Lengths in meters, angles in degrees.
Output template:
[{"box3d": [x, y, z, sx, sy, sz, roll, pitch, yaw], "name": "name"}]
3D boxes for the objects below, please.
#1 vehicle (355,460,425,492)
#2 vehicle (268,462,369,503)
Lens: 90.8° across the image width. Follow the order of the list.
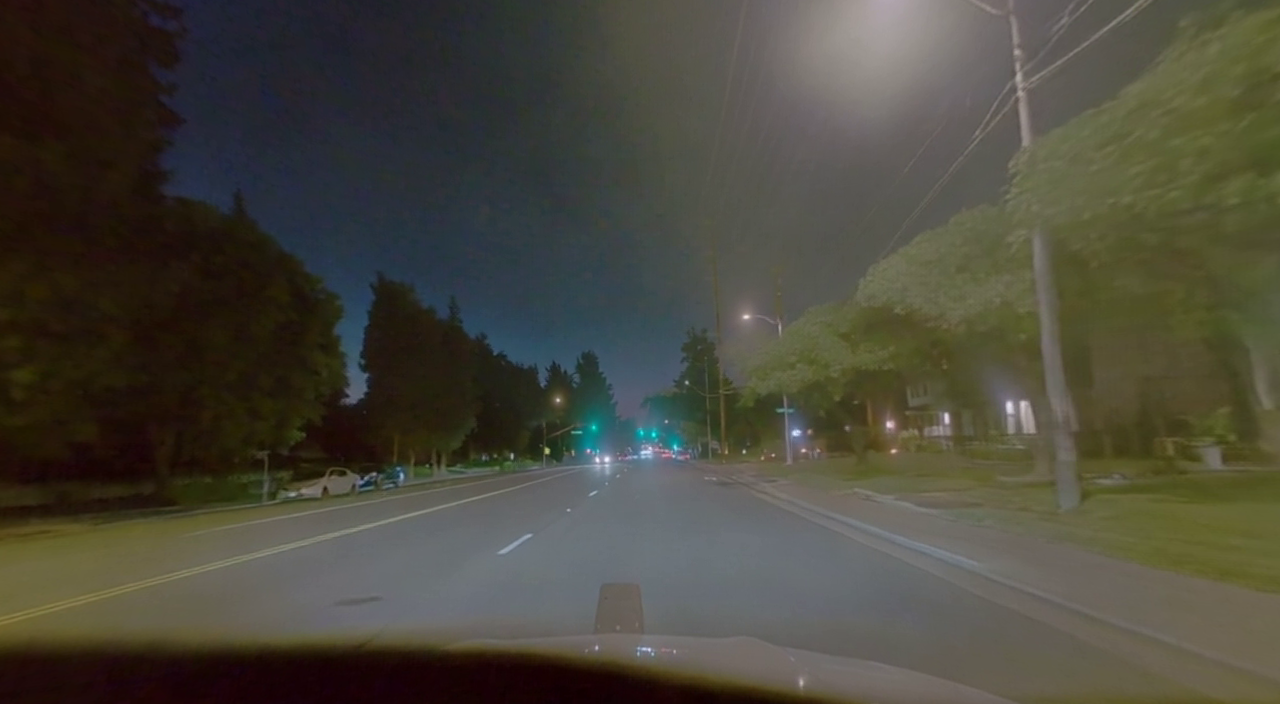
[{"box3d": [-13.438, 6.700, 34.285, 1.863, 1.481, 4.363, -3, -9, 3], "name": "vehicle"}, {"box3d": [-13.712, 5.576, 27.296, 1.936, 1.489, 4.311, -1, -8, 2], "name": "vehicle"}]
